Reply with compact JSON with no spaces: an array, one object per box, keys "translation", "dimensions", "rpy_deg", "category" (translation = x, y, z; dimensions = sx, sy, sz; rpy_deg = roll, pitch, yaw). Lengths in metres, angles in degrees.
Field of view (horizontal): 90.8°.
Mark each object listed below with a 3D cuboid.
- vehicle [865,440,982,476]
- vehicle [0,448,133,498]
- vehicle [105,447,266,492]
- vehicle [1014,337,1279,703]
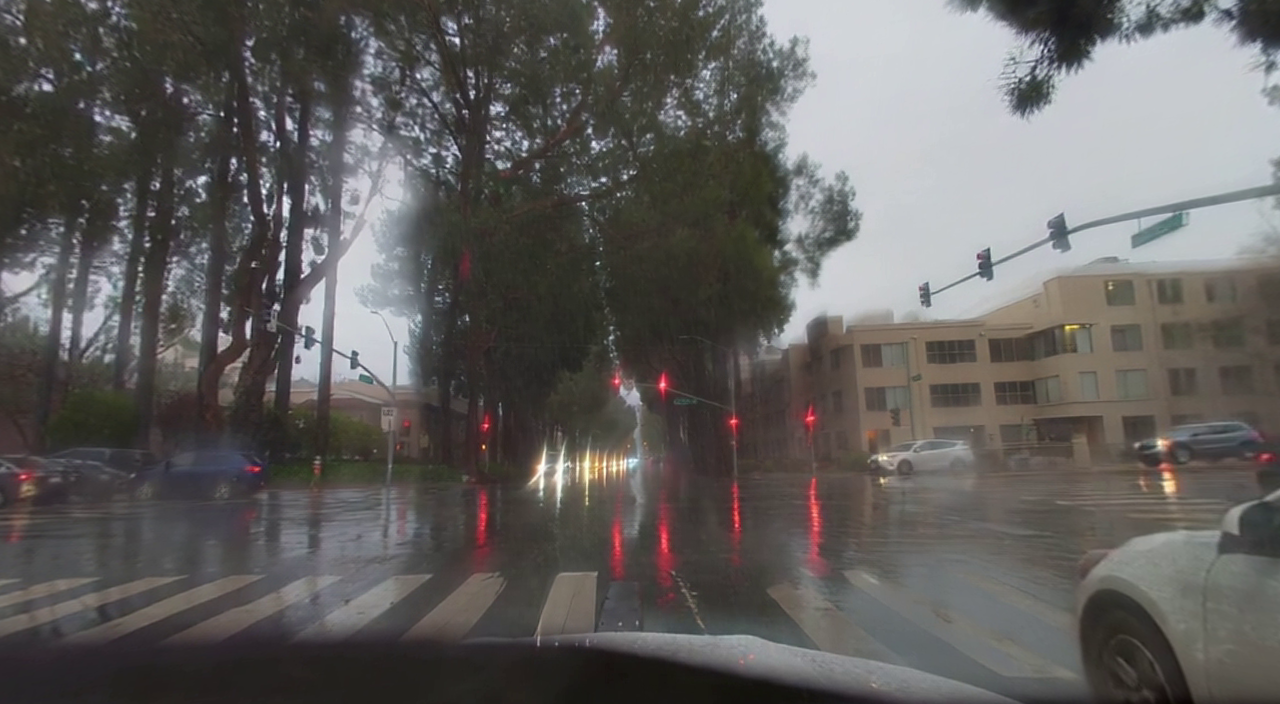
[{"translation":[15.627,5.883,35.140],"dimensions":[5.220,1.897,2.596],"rpy_deg":[0,-8,0],"category":"vehicle"},{"translation":[-22.064,4.410,23.271],"dimensions":[4.748,1.727,2.325],"rpy_deg":[0,-8,1],"category":"vehicle"},{"translation":[-19.021,4.951,26.656],"dimensions":[4.798,1.763,2.536],"rpy_deg":[0,-10,0],"category":"vehicle"},{"translation":[3.496,0.762,2.070],"dimensions":[2.227,1.705,4.719],"rpy_deg":[-1,-8,9],"category":"vehicle"}]
